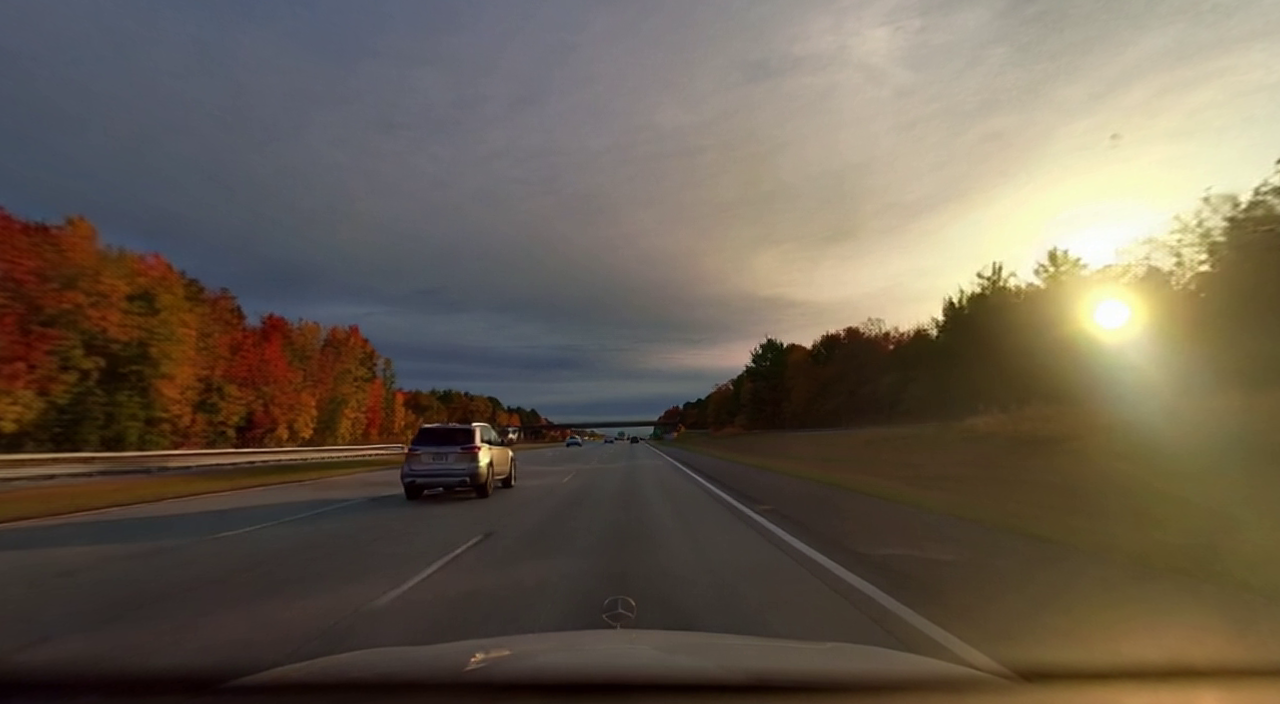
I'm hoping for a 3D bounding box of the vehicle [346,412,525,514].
[{"bbox_3d":[-3.795,2.129,12.689,2.057,1.666,4.552,0,-8,0],"label":"vehicle"}]
